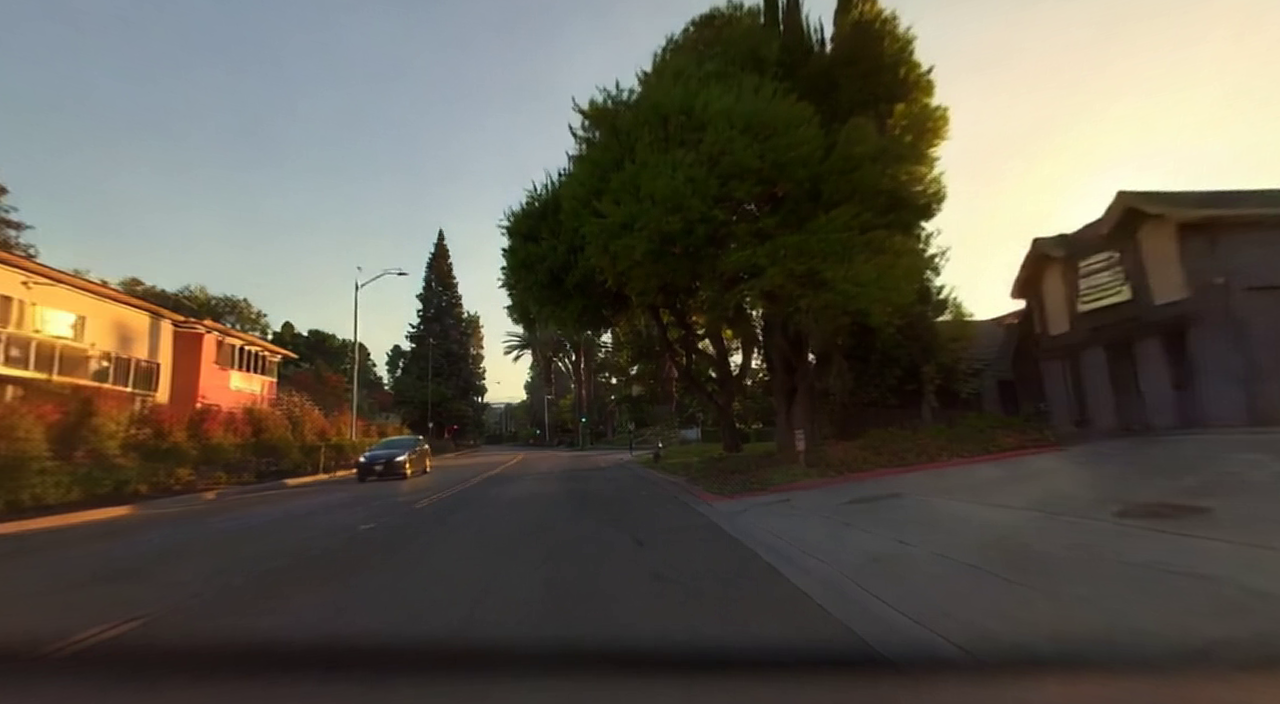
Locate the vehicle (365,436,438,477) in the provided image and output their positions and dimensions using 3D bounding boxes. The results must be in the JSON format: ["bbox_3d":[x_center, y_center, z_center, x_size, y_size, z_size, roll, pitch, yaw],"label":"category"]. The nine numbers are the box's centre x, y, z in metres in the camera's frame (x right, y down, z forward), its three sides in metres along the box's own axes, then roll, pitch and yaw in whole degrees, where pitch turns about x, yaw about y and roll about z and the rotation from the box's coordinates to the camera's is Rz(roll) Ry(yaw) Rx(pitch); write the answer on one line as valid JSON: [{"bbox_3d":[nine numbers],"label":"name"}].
[{"bbox_3d":[-9.387,4.104,25.091,1.912,1.500,3.772,1,-8,-8],"label":"vehicle"}]
